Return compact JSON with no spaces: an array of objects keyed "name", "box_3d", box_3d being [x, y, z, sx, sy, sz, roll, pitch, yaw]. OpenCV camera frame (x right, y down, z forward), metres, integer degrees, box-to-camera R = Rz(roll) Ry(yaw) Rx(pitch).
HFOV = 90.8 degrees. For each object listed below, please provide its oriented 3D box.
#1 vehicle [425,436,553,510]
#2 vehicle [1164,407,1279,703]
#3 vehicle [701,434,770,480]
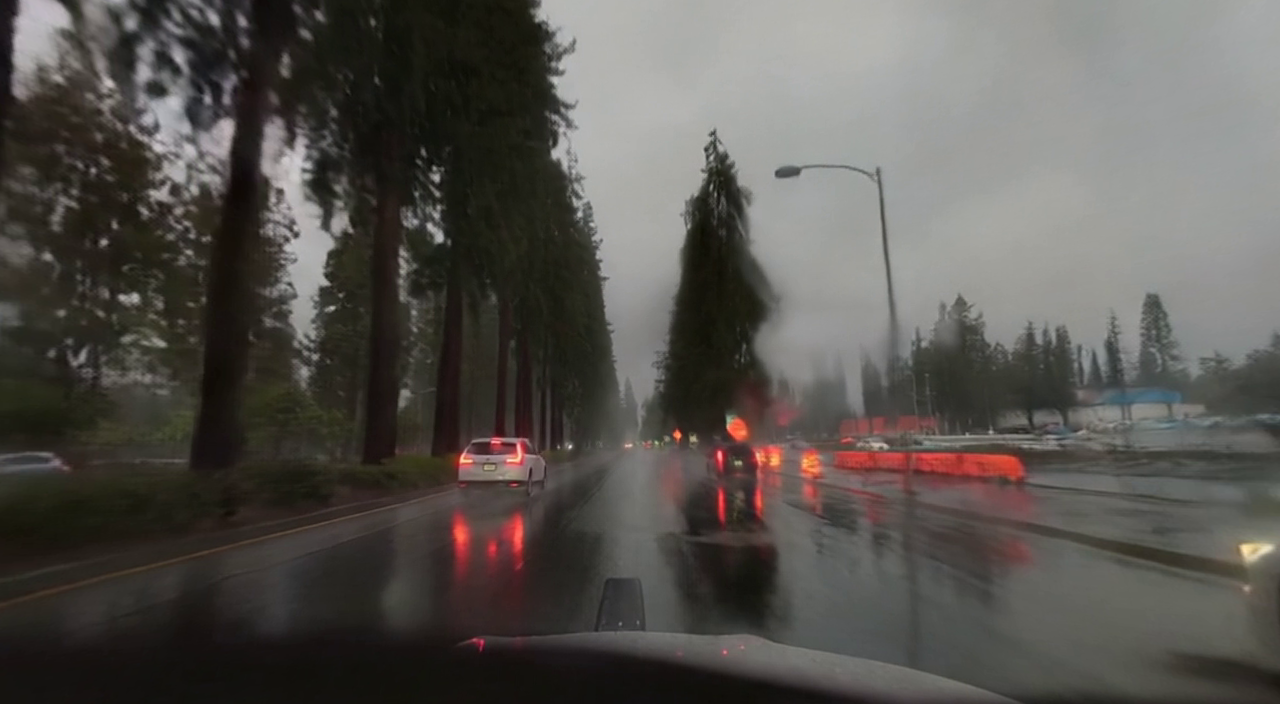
[{"name":"vehicle","box_3d":[-3.332,2.759,14.883,2.020,1.474,4.098,0,-9,0]},{"name":"vehicle","box_3d":[4.015,0.823,1.770,1.827,1.491,3.743,0,-9,0]},{"name":"vehicle","box_3d":[4.074,4.567,27.717,2.159,1.793,4.735,0,-9,-1]}]
